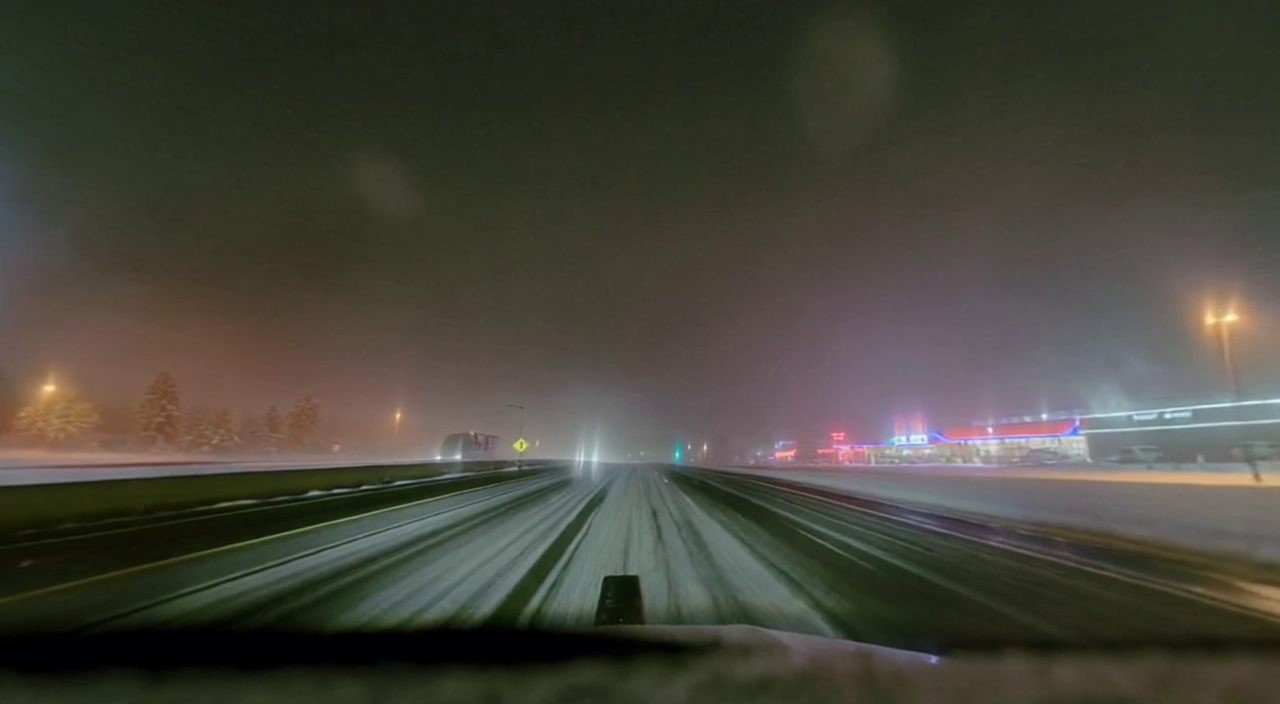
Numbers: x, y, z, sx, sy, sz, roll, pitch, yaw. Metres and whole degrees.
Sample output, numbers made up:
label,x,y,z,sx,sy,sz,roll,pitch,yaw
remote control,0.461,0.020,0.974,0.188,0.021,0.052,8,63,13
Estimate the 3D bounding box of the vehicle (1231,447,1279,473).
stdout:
label,x,y,z,sx,sy,sz,roll,pitch,yaw
vehicle,48.994,8.478,49.680,4.921,1.874,2.253,6,-11,-35
